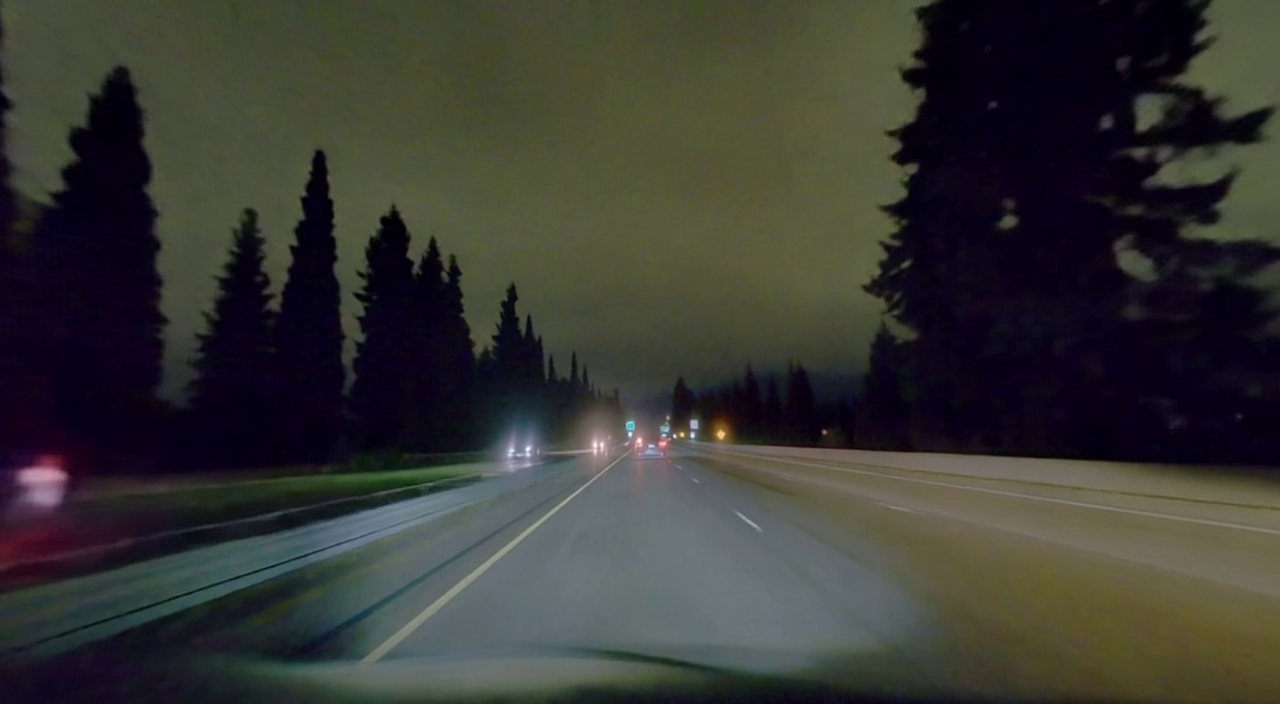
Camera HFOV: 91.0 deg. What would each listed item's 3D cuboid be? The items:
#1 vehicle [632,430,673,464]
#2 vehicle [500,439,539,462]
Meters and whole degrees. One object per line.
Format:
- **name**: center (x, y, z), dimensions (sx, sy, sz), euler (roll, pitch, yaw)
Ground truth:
- **vehicle**: center (0.723, 5.691, 37.815), dimensions (2.301, 1.944, 4.554), euler (0, -8, 1)
- **vehicle**: center (-8.185, 6.715, 43.013), dimensions (1.863, 1.529, 4.010), euler (0, -8, 1)
